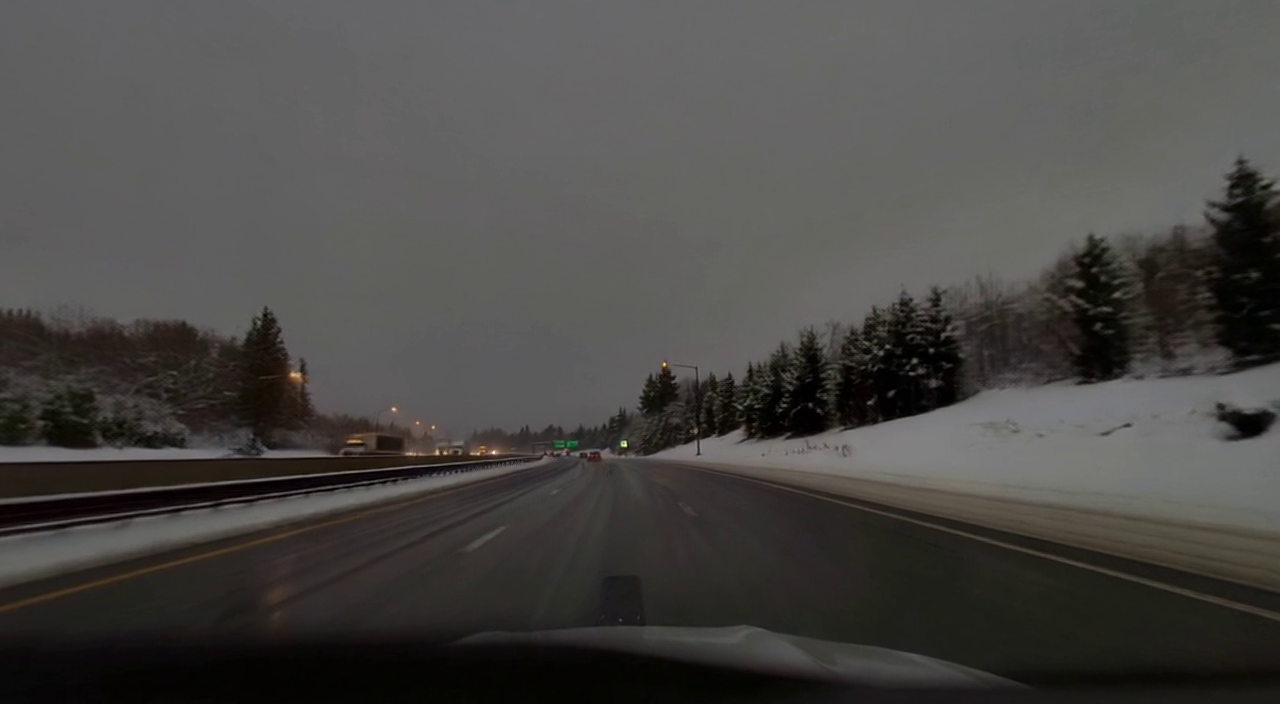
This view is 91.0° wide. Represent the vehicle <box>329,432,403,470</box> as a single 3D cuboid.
[{"bbox_3d":[-18.779,6.934,43.567,2.450,2.180,6.404,7,-11,-3],"label":"vehicle"}]

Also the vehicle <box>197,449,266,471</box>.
[{"bbox_3d":[-31.194,8.239,48.316,2.075,1.589,5.035,0,-9,-2],"label":"vehicle"}]
